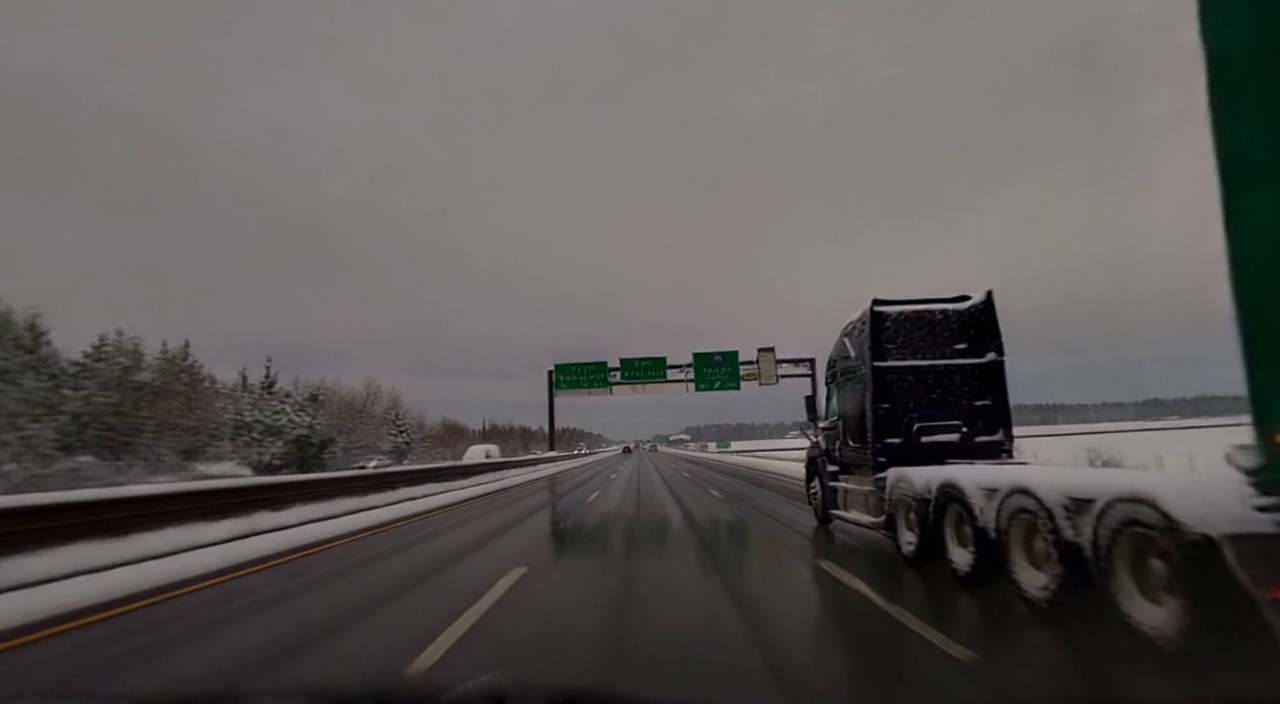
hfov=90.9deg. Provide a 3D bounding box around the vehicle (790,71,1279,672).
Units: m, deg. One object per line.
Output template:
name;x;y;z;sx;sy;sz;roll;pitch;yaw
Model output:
vehicle;3.997;0.448;7.069;3.051;3.968;5.943;0;-9;0

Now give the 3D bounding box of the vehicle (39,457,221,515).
vehicle;-14.515;3.803;18.313;1.758;1.410;4.175;0;-9;0

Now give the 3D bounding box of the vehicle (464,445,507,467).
vehicle;-11.492;7.787;47.170;1.992;1.576;4.708;0;-9;0

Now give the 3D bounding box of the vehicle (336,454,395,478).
vehicle;-18.907;7.846;43.609;1.930;1.500;4.688;0;-9;0
